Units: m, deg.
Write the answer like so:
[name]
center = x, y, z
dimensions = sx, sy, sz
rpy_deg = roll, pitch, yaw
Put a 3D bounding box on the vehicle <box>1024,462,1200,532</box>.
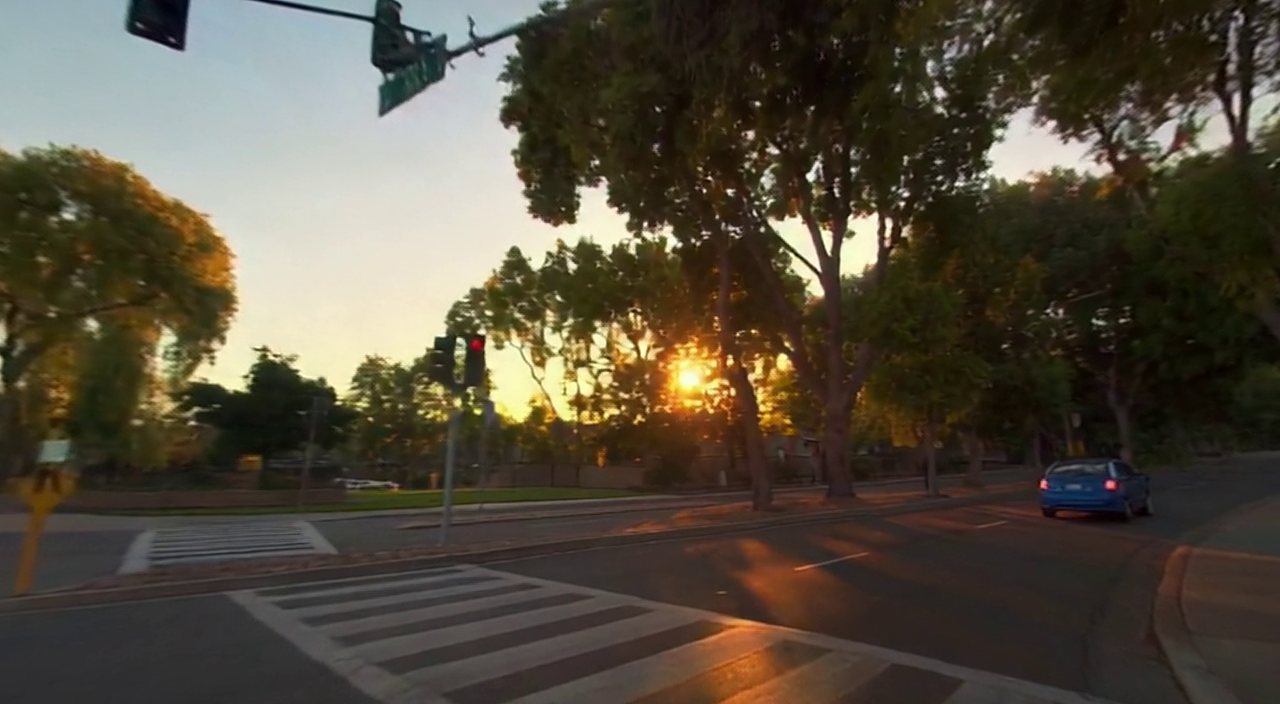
[vehicle]
center = 10.647, 3.111, 14.036
dimensions = 5.282, 1.250, 1.972
rpy_deg = 9, -14, -41
